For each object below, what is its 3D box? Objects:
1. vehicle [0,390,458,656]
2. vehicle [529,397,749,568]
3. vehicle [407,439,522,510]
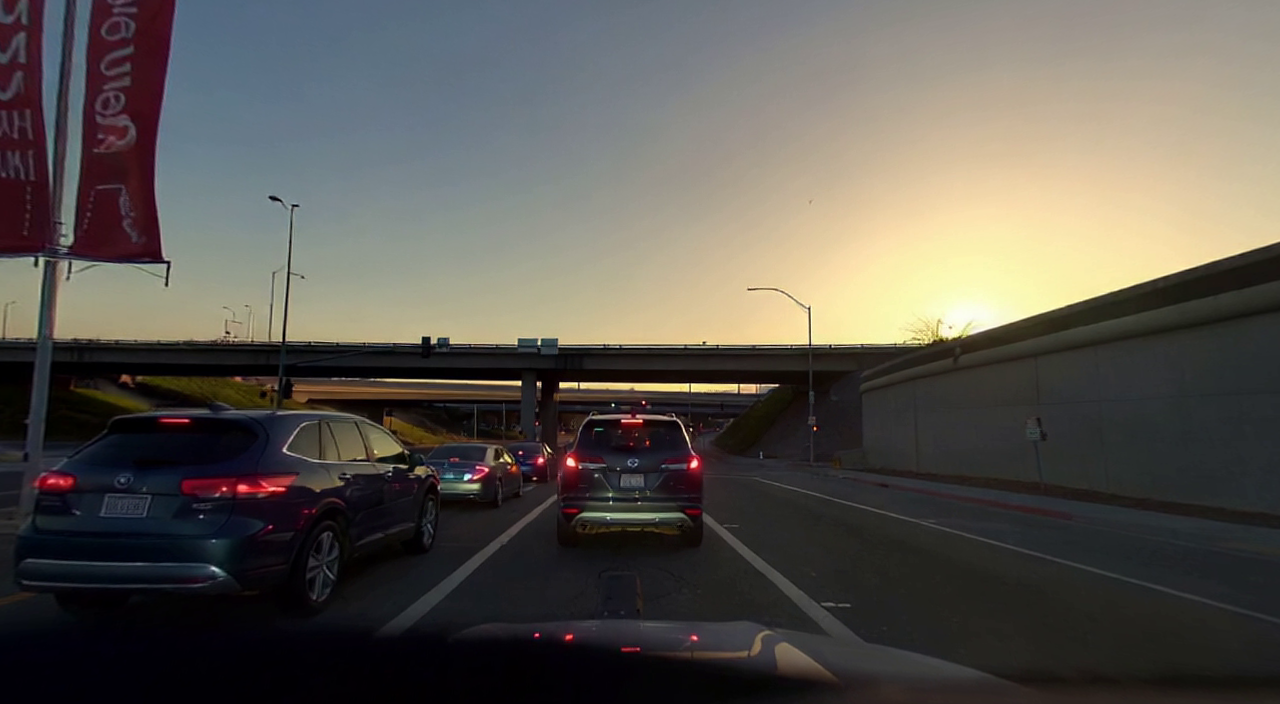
[{"bbox_3d":[-3.499,1.426,6.277,2.039,1.709,4.265,0,-8,0],"label":"vehicle"},{"bbox_3d":[-0.091,1.759,9.203,2.409,1.864,4.471,0,-8,-2],"label":"vehicle"},{"bbox_3d":[-4.149,2.927,15.437,1.797,1.505,3.506,0,-9,0],"label":"vehicle"}]
